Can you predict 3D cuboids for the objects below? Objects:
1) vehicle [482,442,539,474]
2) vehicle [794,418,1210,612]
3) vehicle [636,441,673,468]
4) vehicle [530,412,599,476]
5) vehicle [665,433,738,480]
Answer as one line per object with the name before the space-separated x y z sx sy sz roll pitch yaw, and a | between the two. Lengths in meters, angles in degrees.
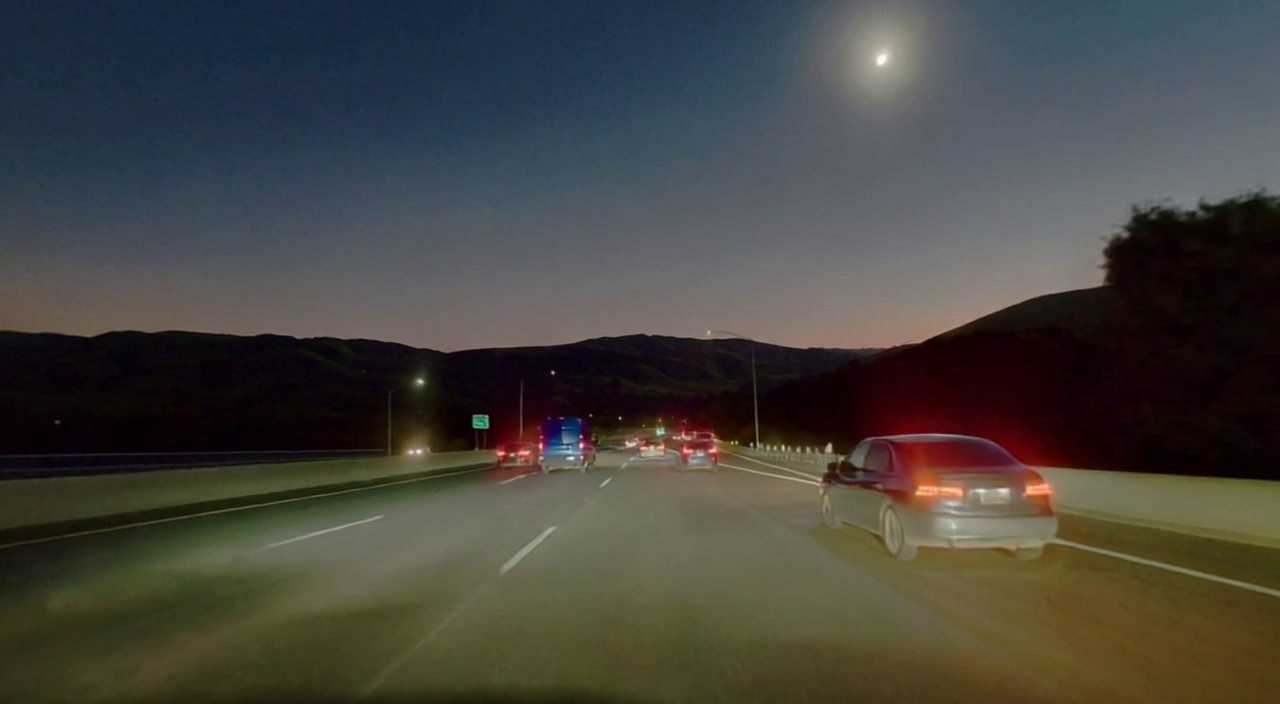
vehicle | -6.631 5.451 32.725 1.964 1.487 4.417 0 -8 1
vehicle | 3.395 1.606 7.199 2.050 1.491 4.362 0 -8 -2
vehicle | 0.795 5.966 36.908 2.054 1.504 3.890 0 -8 0
vehicle | -3.342 4.266 29.245 2.396 2.664 5.735 -1 -8 1
vehicle | 2.330 4.126 25.114 2.270 1.660 4.101 0 -8 -3
